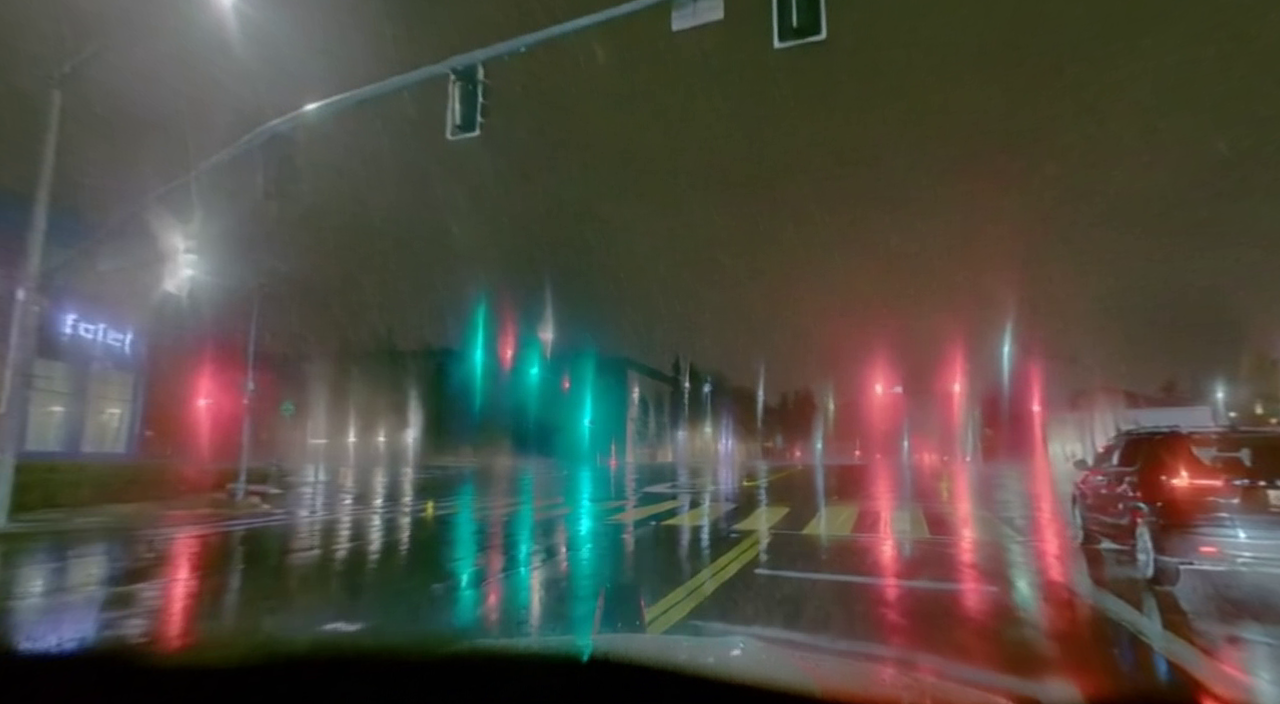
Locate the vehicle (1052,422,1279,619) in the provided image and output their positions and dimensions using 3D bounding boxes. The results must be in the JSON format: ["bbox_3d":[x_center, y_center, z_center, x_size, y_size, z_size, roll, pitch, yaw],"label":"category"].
[{"bbox_3d":[6.413,1.676,7.081,2.067,1.625,4.073,-3,-9,21],"label":"vehicle"}]
